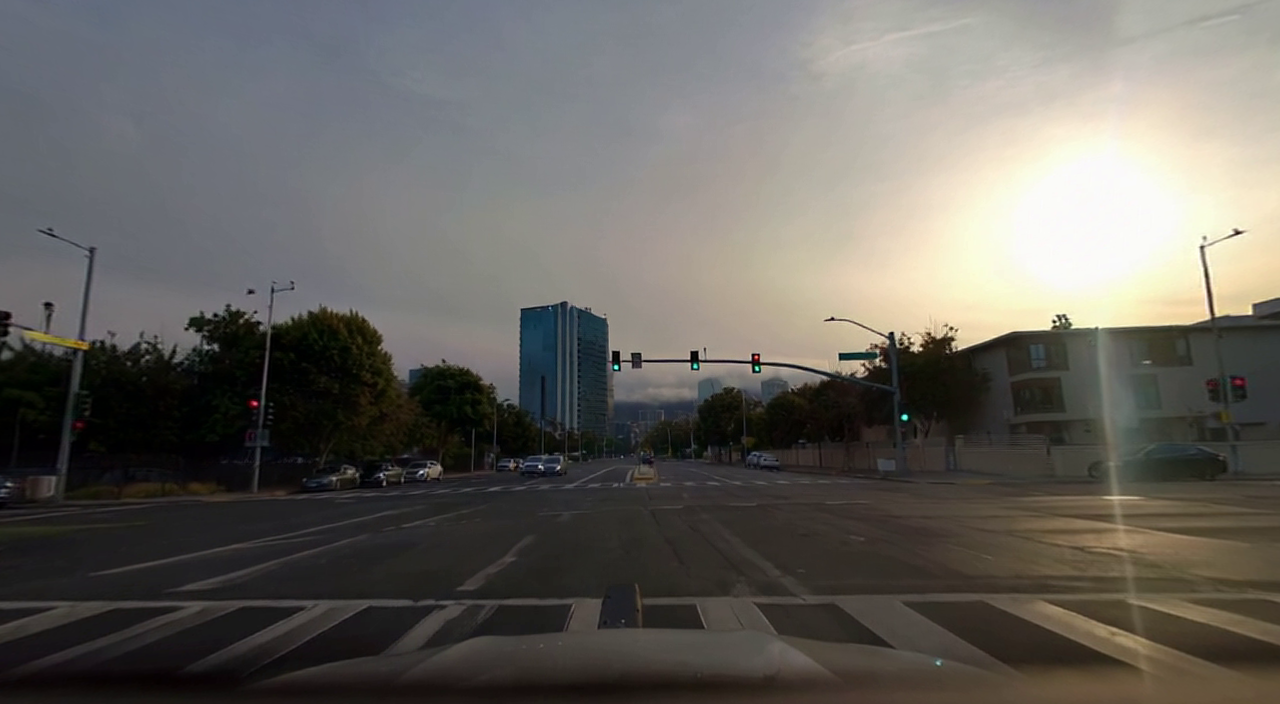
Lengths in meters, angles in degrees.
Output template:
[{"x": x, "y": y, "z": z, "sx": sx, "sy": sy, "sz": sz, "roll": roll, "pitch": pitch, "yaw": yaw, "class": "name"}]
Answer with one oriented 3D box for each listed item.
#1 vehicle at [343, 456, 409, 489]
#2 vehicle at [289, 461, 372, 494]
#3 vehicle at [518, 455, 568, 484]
[{"x": -16.231, "y": 7.377, "z": 38.863, "sx": 1.960, "sy": 1.819, "sz": 5.018, "roll": 0, "pitch": -9, "yaw": -1, "class": "vehicle"}, {"x": -16.106, "y": 6.551, "z": 32.988, "sx": 2.055, "sy": 1.506, "sz": 4.663, "roll": 0, "pitch": -9, "yaw": -1, "class": "vehicle"}, {"x": -5.479, "y": 6.706, "z": 36.021, "sx": 2.154, "sy": 1.501, "sz": 4.416, "roll": 0, "pitch": -9, "yaw": 0, "class": "vehicle"}]
